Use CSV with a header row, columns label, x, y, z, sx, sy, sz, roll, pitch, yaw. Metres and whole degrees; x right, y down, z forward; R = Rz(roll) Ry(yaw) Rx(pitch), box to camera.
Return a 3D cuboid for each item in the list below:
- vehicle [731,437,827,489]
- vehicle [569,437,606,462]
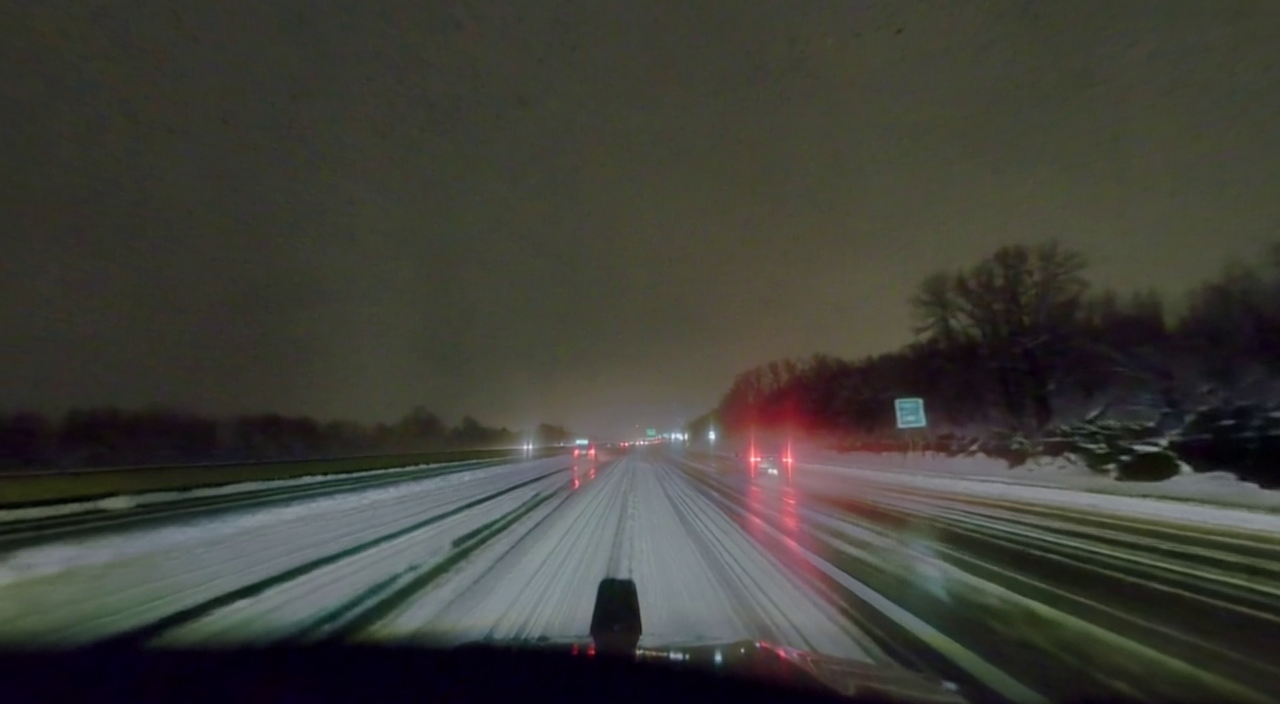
label,x,y,z,sx,sy,sz,roll,pitch,yaw
vehicle,4.373,3.563,20.661,2.060,1.485,4.274,0,-9,-1
vehicle,-3.492,6.583,42.735,2.048,1.618,4.424,0,-8,0
